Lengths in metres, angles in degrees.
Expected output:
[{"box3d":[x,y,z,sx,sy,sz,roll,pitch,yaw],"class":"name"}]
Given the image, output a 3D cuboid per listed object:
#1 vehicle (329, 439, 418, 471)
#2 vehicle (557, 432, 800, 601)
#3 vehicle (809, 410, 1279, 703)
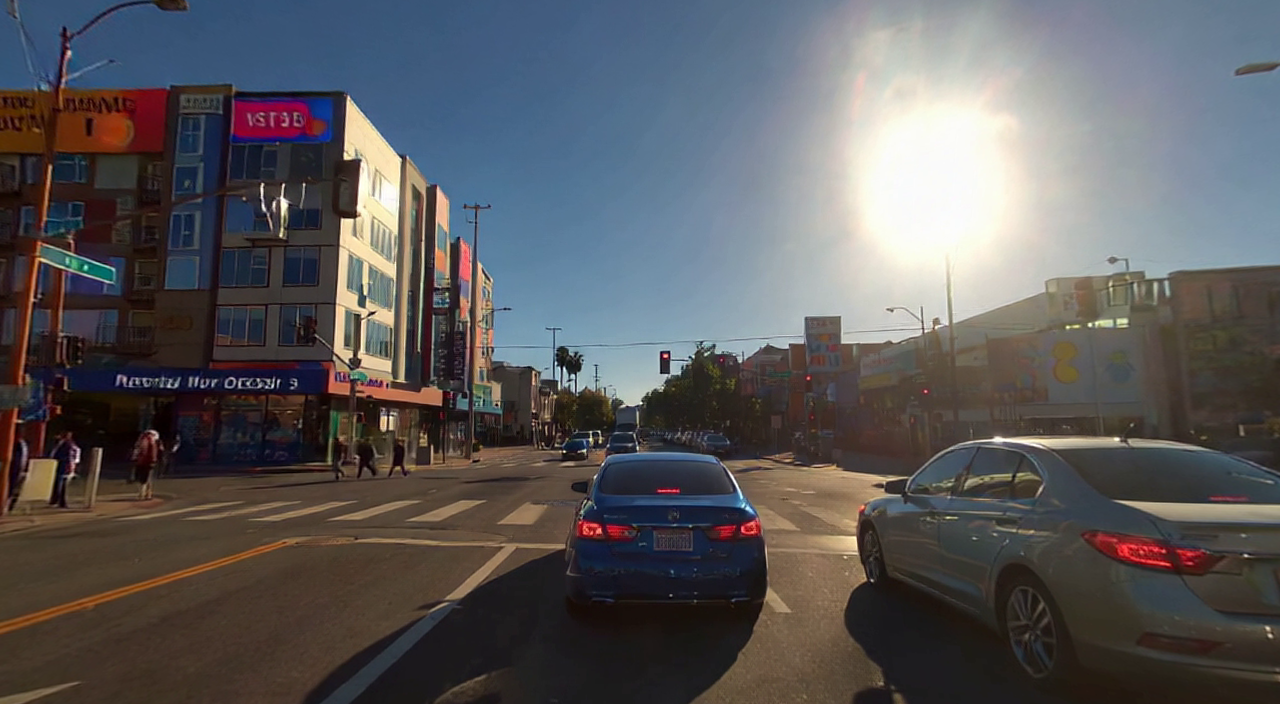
[{"box3d":[-14.347,5.544,33.974,3.912,1.596,2.030,7,-11,-38],"class":"vehicle"},{"box3d":[0.275,1.745,7.625,2.132,1.464,4.089,0,-8,-2],"class":"vehicle"},{"box3d":[2.811,1.292,4.585,1.961,1.498,4.356,0,-8,0],"class":"vehicle"}]
